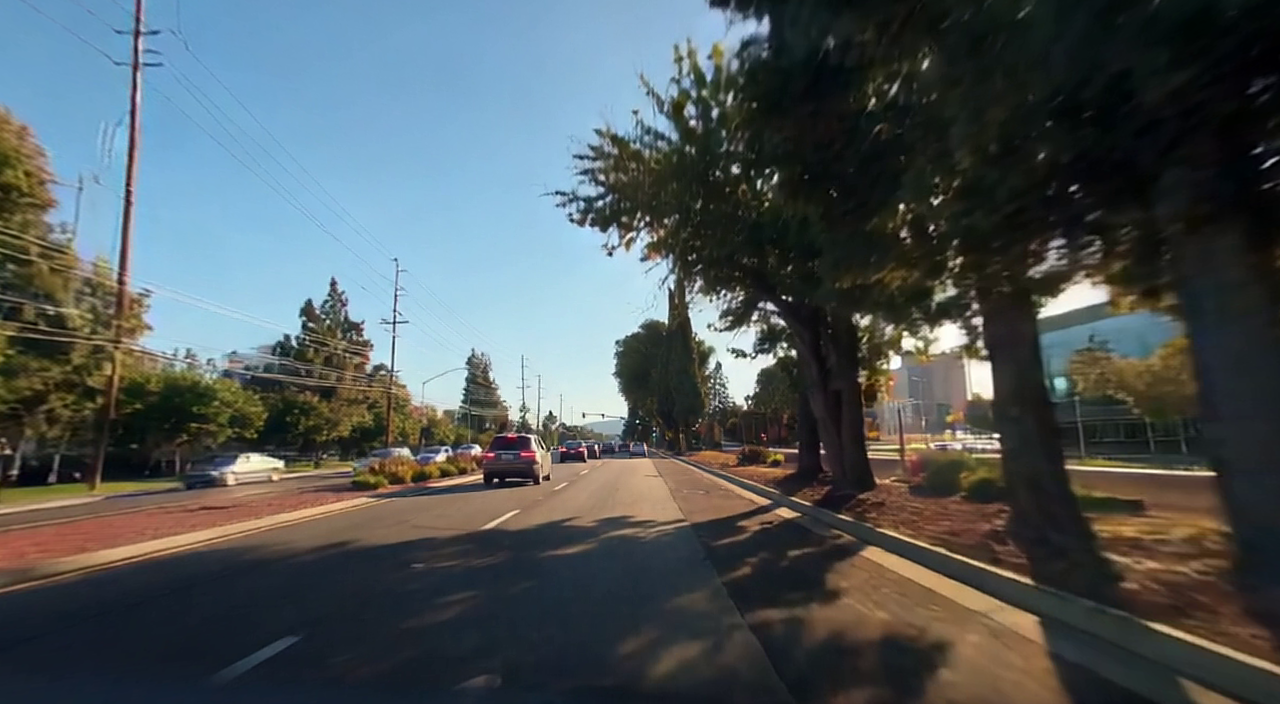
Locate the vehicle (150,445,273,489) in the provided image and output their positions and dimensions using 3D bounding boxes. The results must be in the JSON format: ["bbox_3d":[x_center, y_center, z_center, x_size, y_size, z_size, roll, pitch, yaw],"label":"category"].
[{"bbox_3d":[-17.988,4.823,26.865,2.107,1.676,4.481,0,-8,-1],"label":"vehicle"}]

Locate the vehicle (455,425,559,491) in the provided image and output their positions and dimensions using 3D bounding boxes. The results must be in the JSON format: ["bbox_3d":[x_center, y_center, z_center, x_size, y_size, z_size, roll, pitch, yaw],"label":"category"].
[{"bbox_3d":[-3.973,3.274,19.773,2.189,1.807,4.467,0,-8,1],"label":"vehicle"}]

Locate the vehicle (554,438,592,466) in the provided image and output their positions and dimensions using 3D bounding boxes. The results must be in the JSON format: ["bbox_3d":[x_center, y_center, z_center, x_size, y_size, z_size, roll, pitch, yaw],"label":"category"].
[{"bbox_3d":[-4.279,6.449,40.774,2.041,1.698,4.094,0,-8,-1],"label":"vehicle"}]

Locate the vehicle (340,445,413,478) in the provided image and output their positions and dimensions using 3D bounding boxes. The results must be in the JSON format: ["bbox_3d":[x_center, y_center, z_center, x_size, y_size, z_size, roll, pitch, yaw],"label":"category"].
[{"bbox_3d":[-13.683,5.668,33.086,1.942,1.579,4.409,1,-8,0],"label":"vehicle"}]
